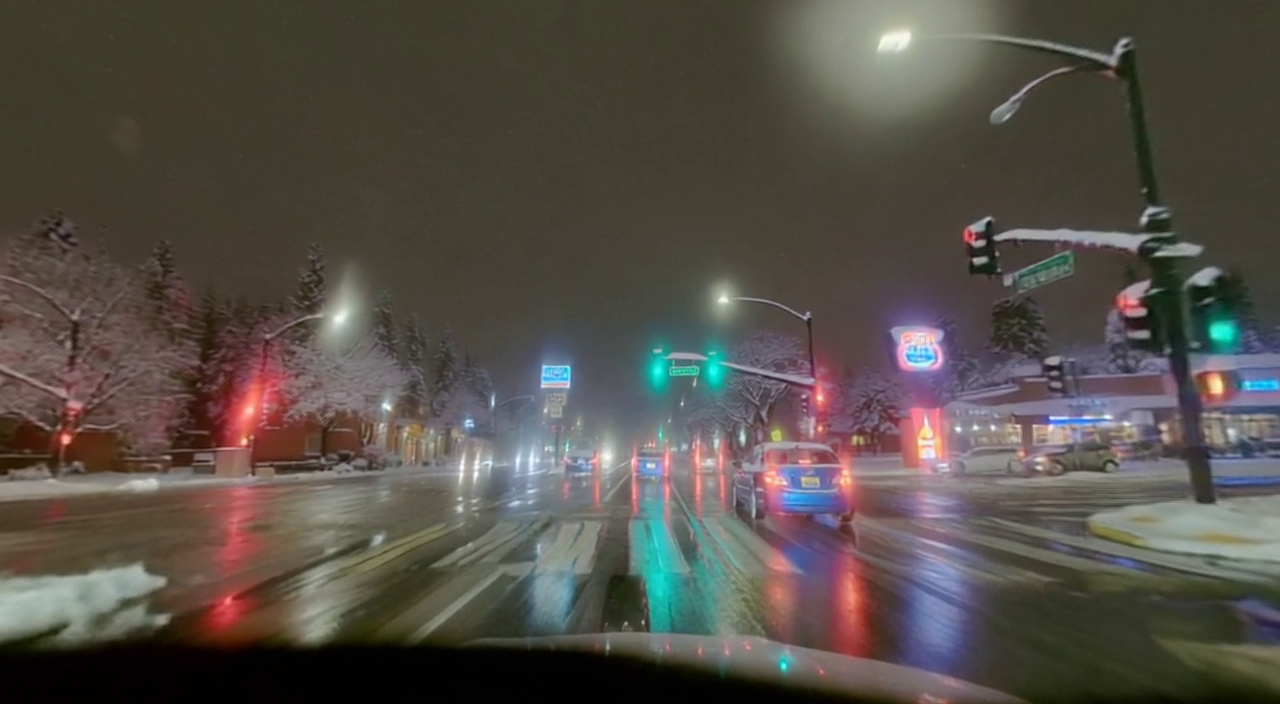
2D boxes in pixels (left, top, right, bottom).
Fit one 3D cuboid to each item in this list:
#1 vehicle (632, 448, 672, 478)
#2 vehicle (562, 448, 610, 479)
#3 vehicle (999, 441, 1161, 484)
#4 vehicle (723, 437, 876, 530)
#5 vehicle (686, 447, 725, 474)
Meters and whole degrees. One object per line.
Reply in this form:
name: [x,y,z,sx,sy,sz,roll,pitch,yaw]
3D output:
vehicle: [0.629,6.009,34.381,2.070,1.460,4.118,0,-8,0]
vehicle: [-2.766,5.827,33.175,2.040,1.471,4.211,-1,-8,2]
vehicle: [15.726,3.939,22.697,4.481,1.427,1.830,0,-8,-1]
vehicle: [2.945,2.500,12.654,1.946,1.513,4.133,0,-8,0]
vehicle: [3.966,6.618,38.674,1.931,1.552,4.125,0,-8,0]
